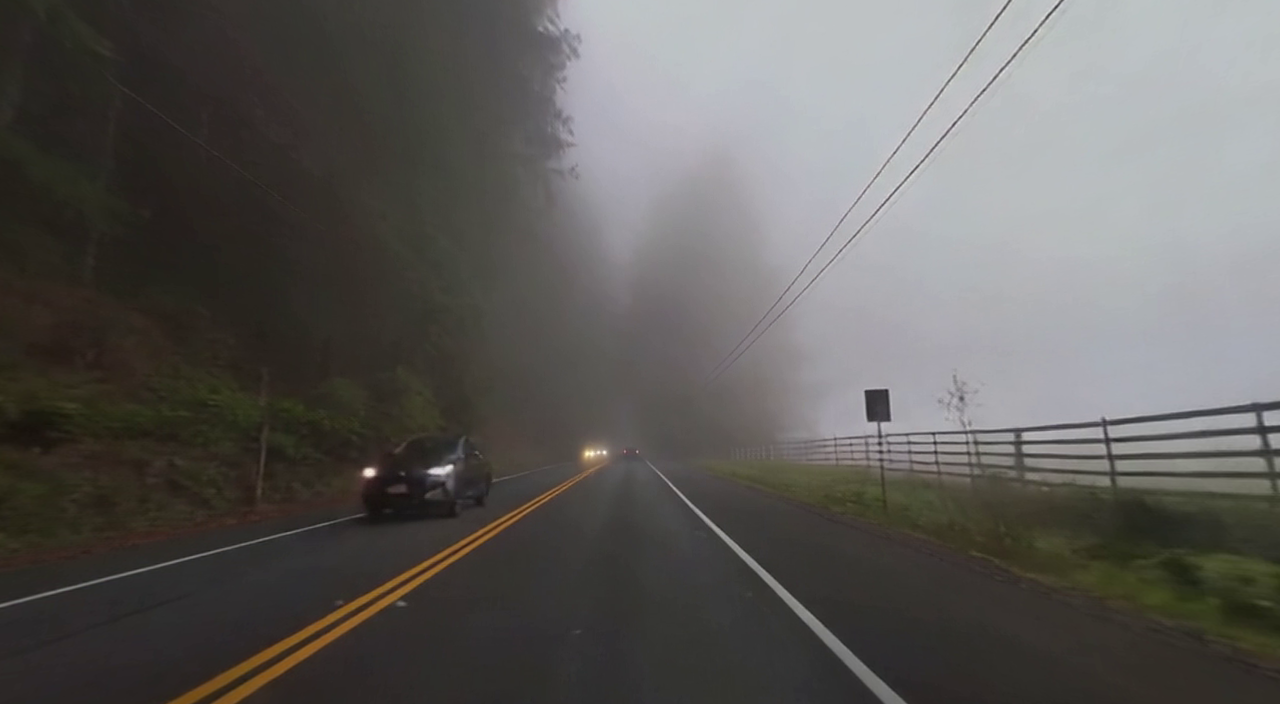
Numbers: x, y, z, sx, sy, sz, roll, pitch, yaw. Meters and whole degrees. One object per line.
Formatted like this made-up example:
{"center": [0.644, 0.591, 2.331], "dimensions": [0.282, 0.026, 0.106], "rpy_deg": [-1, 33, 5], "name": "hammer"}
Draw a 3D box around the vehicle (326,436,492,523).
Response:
{"center": [-5.064, 2.851, 14.709], "dimensions": [2.129, 1.664, 4.528], "rpy_deg": [0, -9, 0], "name": "vehicle"}
